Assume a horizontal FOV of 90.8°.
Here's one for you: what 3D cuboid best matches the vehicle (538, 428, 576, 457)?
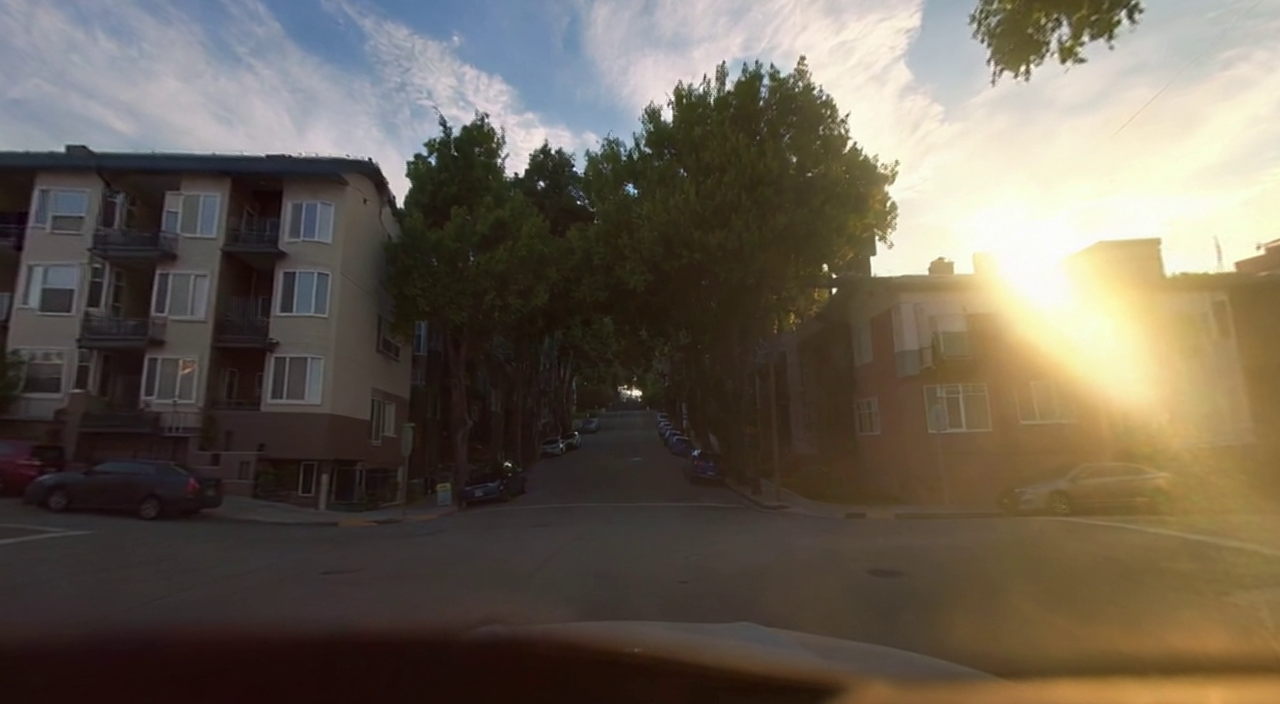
[{"bbox_3d":[-6.171,6.752,47.445,2.101,1.732,4.119,-3,-3,3],"label":"vehicle"}]

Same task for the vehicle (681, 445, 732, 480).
[{"bbox_3d":[3.417,5.786,33.326,2.051,1.526,4.673,0,-6,-2],"label":"vehicle"}]

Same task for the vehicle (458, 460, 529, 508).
[{"bbox_3d":[-5.852,5.293,25.719,1.987,1.662,4.141,-2,-9,-1],"label":"vehicle"}]

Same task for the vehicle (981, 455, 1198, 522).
[{"bbox_3d":[12.524,3.805,17.843,4.596,1.690,1.972,0,-8,-1],"label":"vehicle"}]

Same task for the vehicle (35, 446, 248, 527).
[{"bbox_3d":[-13.971,3.795,17.911,4.243,1.676,1.844,6,-12,1],"label":"vehicle"}]
